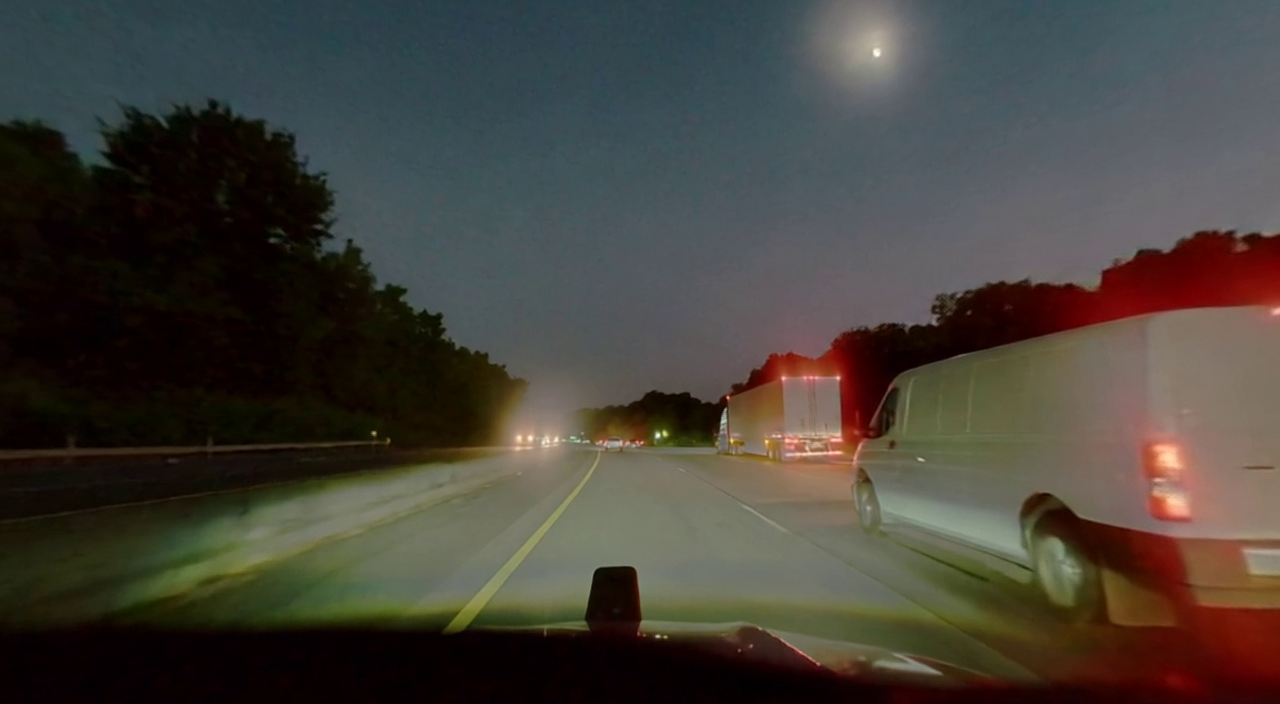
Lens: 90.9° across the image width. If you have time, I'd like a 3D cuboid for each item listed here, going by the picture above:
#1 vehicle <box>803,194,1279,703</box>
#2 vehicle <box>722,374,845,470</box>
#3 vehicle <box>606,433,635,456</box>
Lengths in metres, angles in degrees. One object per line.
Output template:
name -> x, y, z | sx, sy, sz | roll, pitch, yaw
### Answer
vehicle -> 3.500, 0.857, 5.576 | 2.436, 2.521, 5.409 | 0, -8, -2
vehicle -> 7.082, 3.938, 34.176 | 2.888, 4.093, 14.227 | 0, -8, -2
vehicle -> -1.513, 6.956, 47.474 | 2.088, 1.671, 4.068 | 0, -8, -2
